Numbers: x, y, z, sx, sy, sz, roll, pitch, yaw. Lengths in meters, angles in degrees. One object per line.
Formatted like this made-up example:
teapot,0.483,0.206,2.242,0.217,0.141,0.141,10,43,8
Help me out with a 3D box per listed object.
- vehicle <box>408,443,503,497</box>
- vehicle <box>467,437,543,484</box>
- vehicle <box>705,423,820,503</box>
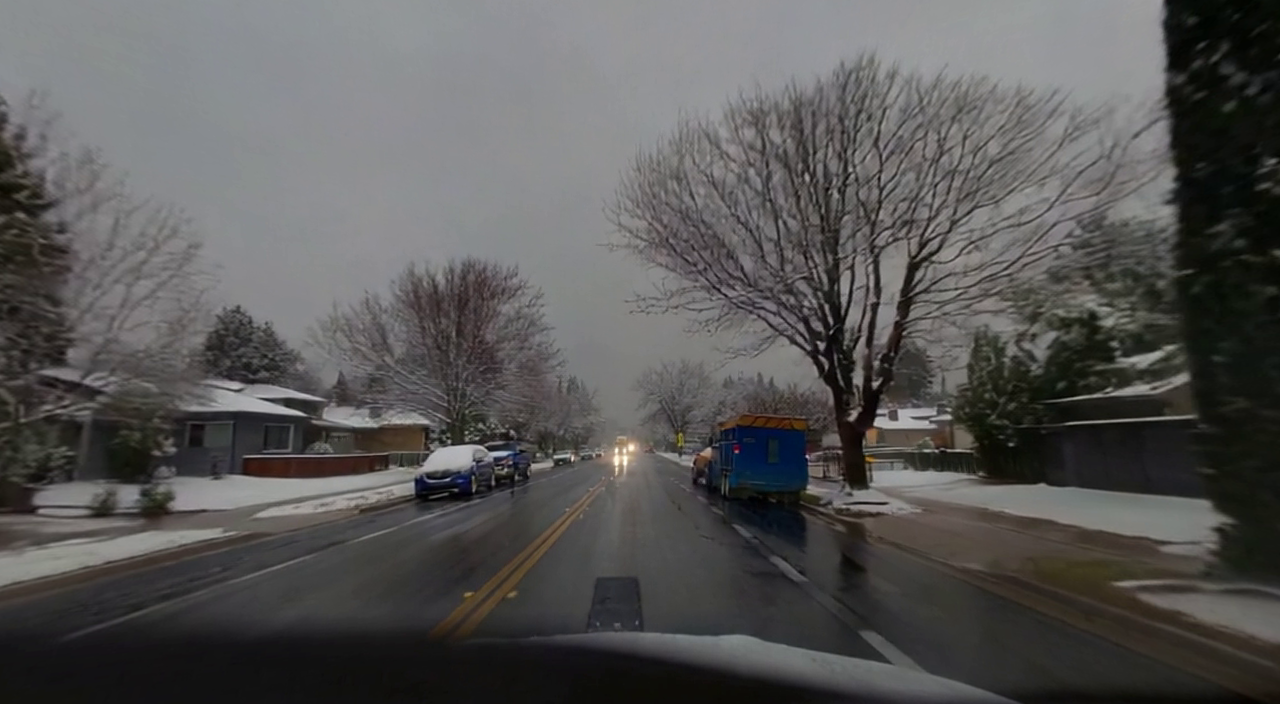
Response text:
vehicle,-6.831,4.405,24.104,2.005,1.785,5.179,0,-9,0
vehicle,-6.434,5.226,30.910,2.302,2.059,5.758,0,-8,1
vehicle,3.483,3.326,19.380,2.332,2.044,5.695,0,-9,-1
